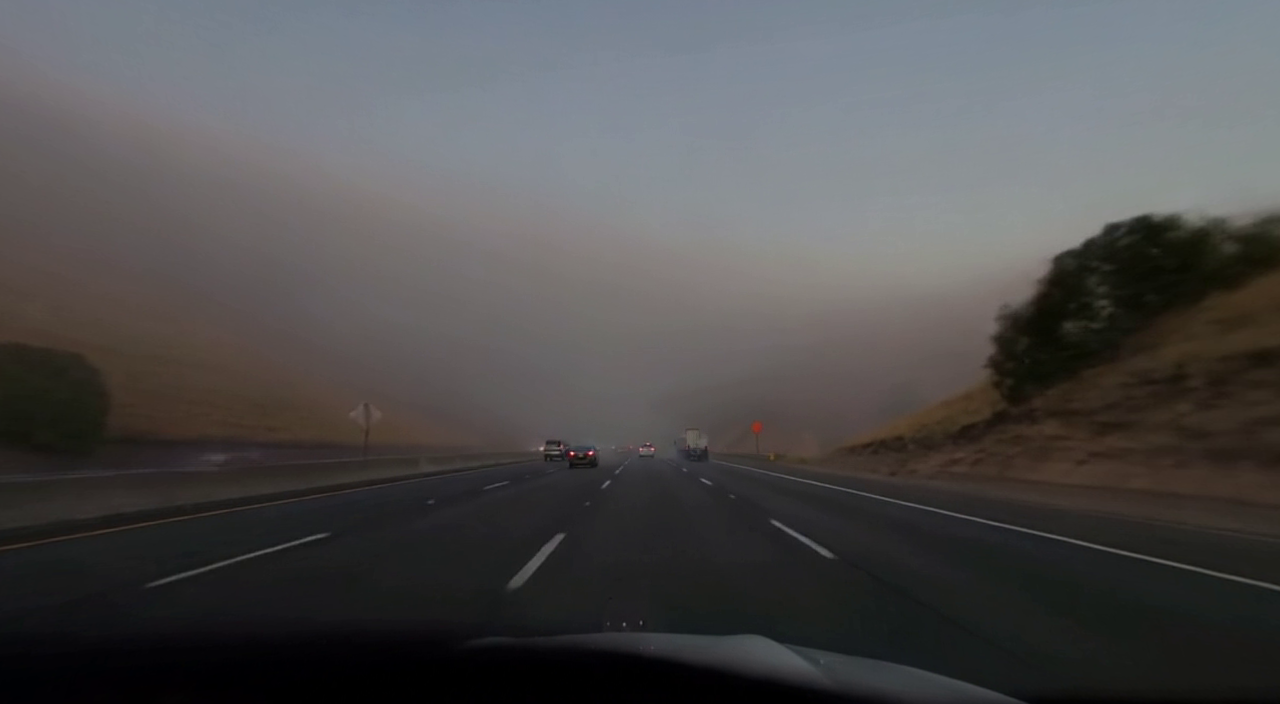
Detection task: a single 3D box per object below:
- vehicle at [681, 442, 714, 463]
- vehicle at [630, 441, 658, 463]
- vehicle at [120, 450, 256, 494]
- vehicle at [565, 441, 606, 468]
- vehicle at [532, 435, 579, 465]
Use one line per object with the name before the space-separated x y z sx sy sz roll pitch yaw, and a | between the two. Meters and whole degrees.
vehicle | 4.341 7.625 47.973 2.027 1.525 4.348 0 -8 -1
vehicle | 0.265 7.554 47.650 2.031 1.566 3.904 0 -8 0
vehicle | -17.095 4.510 24.177 1.818 1.460 4.527 0 -8 1
vehicle | -3.312 6.313 38.926 2.091 1.552 4.516 0 -8 0
vehicle | -6.245 7.282 47.242 2.589 2.063 6.206 0 -8 1
